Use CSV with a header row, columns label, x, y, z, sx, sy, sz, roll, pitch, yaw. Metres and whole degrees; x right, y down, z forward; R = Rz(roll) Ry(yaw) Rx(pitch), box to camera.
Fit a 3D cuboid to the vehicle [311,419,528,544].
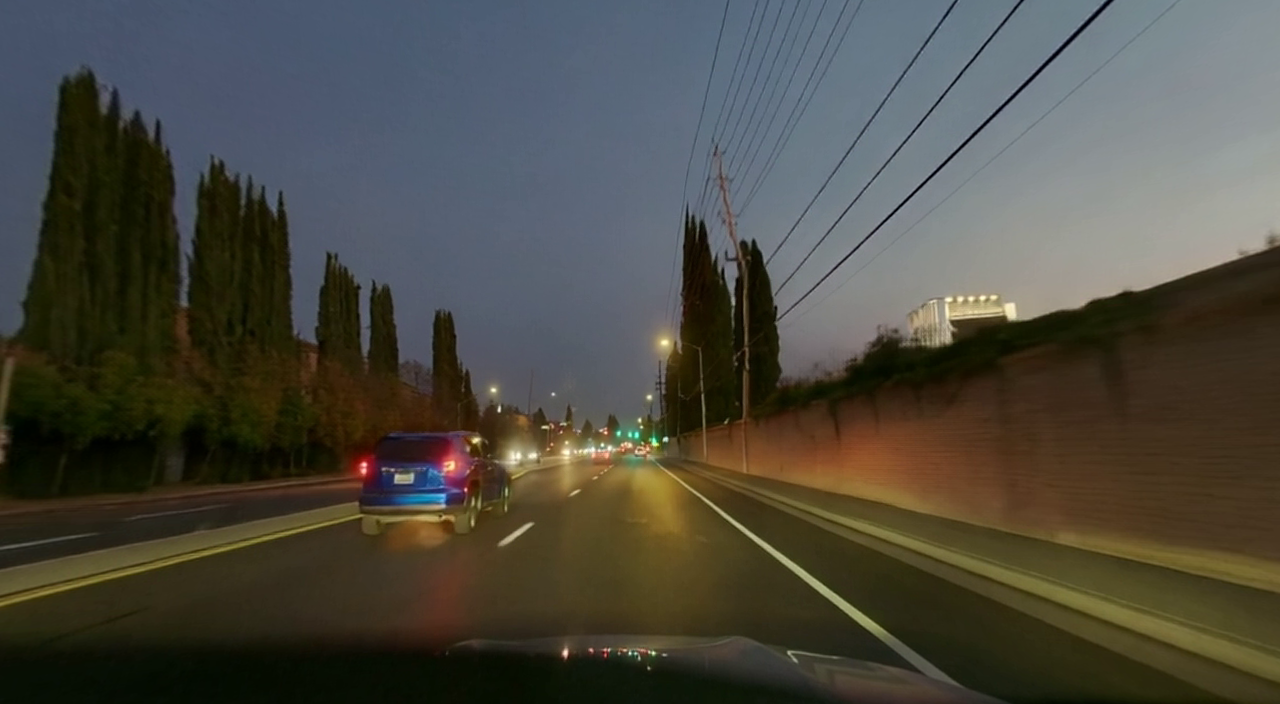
label,x,y,z,sx,sy,sz,roll,pitch,yaw
vehicle,-3.513,2.156,11.181,2.147,1.730,4.555,0,-8,1
